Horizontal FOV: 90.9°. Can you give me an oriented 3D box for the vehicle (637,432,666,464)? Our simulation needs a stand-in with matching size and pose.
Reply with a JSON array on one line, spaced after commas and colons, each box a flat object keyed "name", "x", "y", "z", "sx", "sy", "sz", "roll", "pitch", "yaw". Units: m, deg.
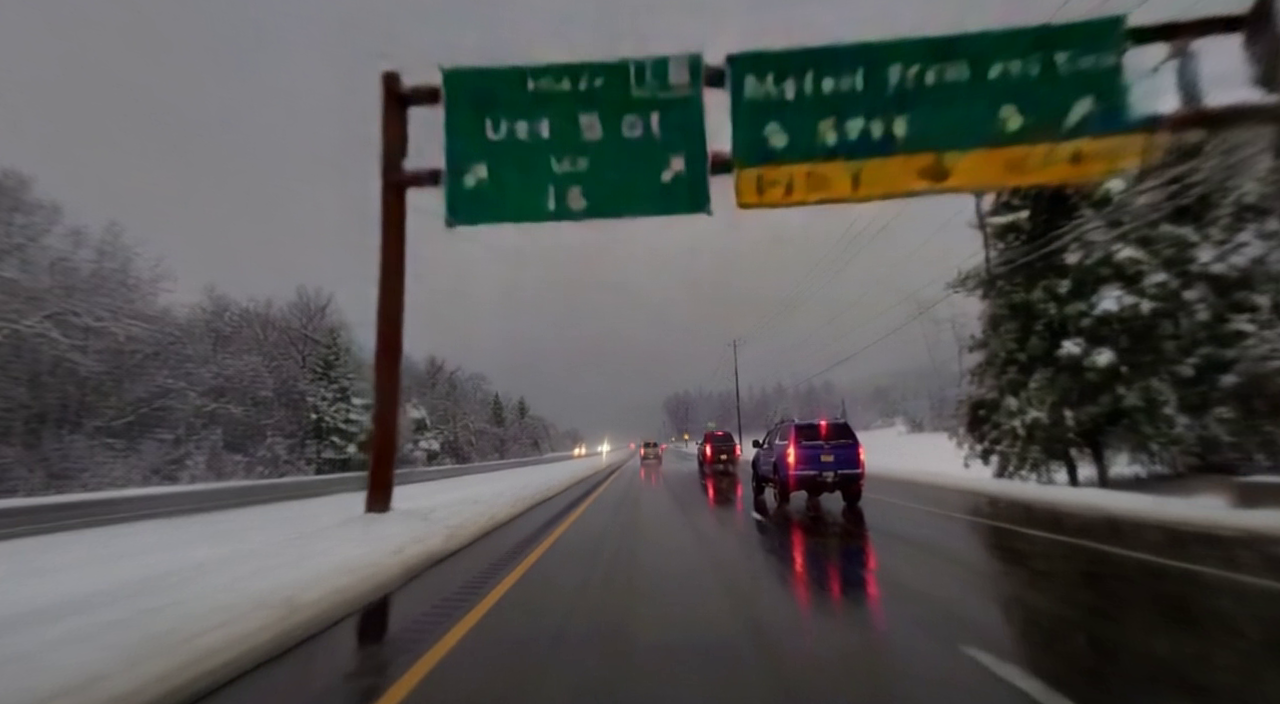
[{"name": "vehicle", "x": 0.803, "y": 7.333, "z": 48.065, "sx": 2.099, "sy": 2.260, "sz": 4.899, "roll": 0, "pitch": -8, "yaw": 0}]

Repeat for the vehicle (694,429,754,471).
[{"name": "vehicle", "x": 4.567, "y": 5.460, "z": 35.253, "sx": 2.594, "sy": 2.155, "sz": 5.670, "roll": 0, "pitch": -8, "yaw": 0}]

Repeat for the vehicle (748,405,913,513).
[{"name": "vehicle", "x": 4.117, "y": 2.438, "z": 14.758, "sx": 2.145, "sy": 2.069, "sz": 5.057, "roll": 0, "pitch": -8, "yaw": -1}]
